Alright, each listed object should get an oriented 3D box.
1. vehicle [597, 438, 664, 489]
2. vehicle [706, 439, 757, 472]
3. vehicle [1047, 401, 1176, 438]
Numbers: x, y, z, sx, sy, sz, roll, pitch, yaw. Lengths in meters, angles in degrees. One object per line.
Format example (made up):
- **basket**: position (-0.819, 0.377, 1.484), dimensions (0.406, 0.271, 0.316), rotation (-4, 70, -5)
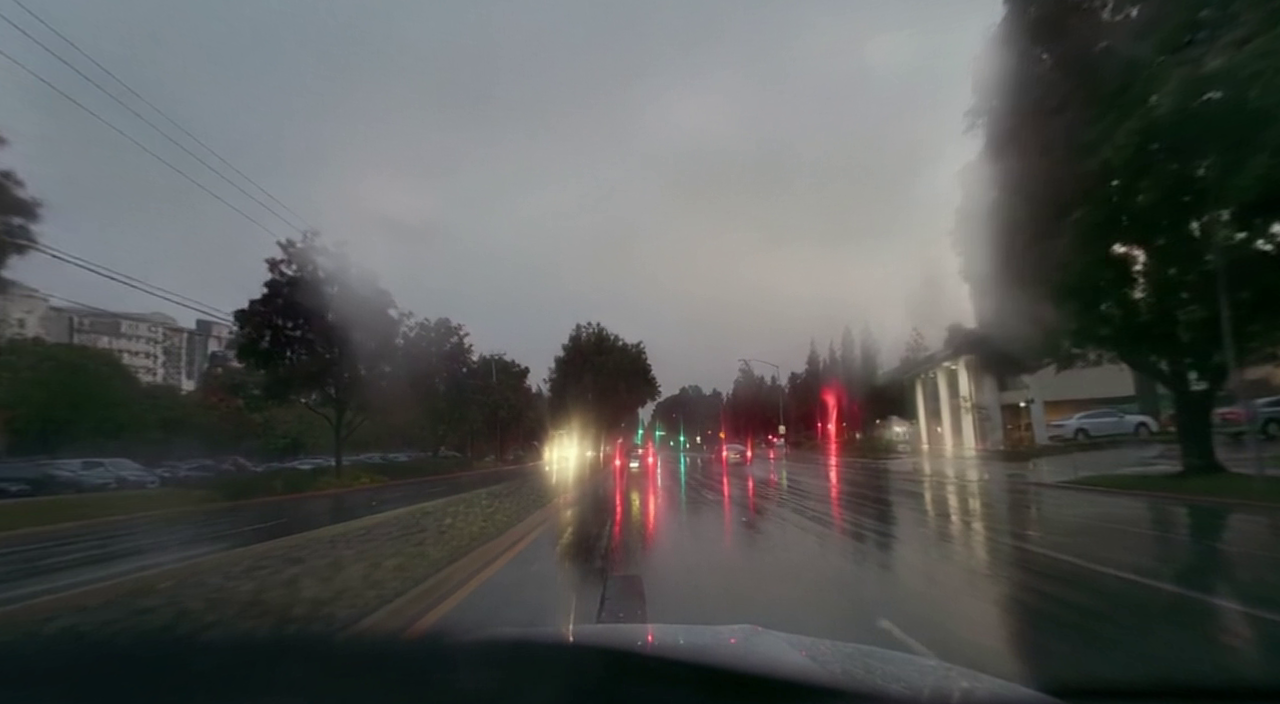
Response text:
- **vehicle**: position (-0.292, 3.943, 22.678), dimensions (2.181, 1.639, 4.127), rotation (-1, -9, 1)
- **vehicle**: position (4.761, 5.462, 33.475), dimensions (1.987, 1.613, 4.081), rotation (0, -9, -1)
- **vehicle**: position (22.399, 3.245, 30.154), dimensions (4.531, 1.432, 1.949), rotation (-3, -9, -1)
